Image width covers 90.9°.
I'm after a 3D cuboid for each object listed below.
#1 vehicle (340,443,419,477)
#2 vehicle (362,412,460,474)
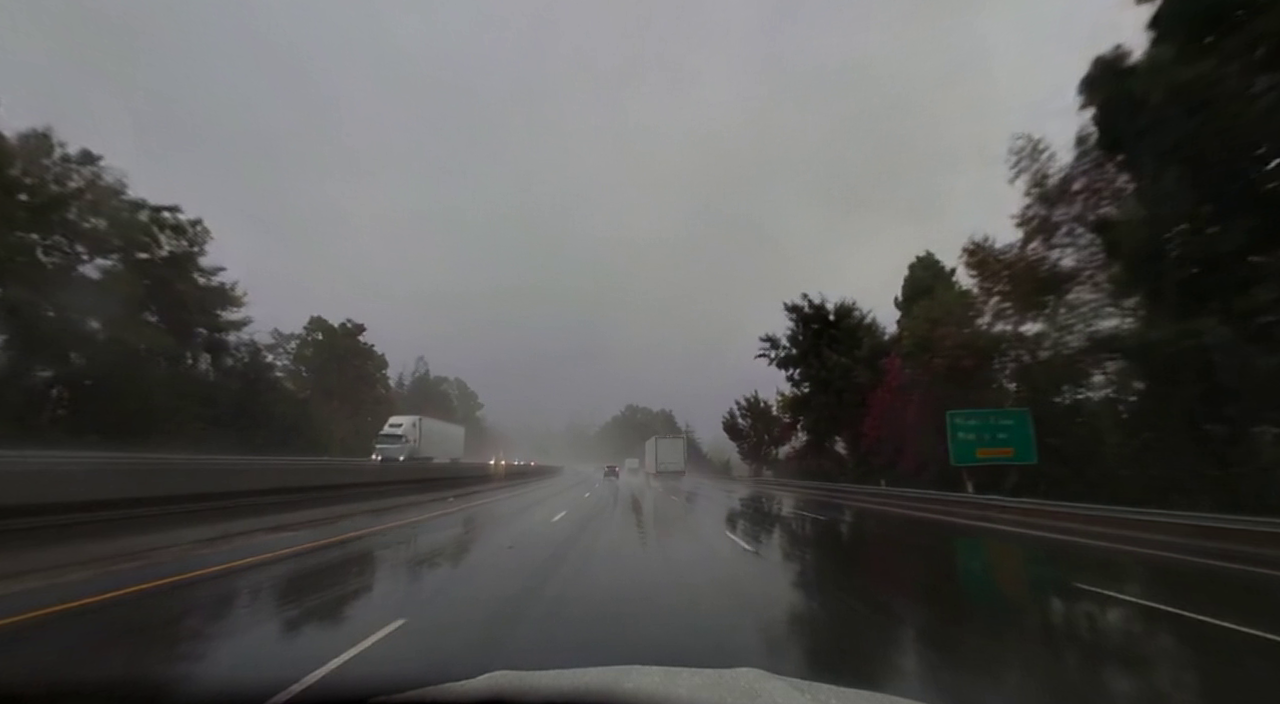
[{"bbox_3d":[-12.189,5.151,29.818,1.949,1.465,4.211,1,-10,-1],"label":"vehicle"},{"bbox_3d":[-17.069,7.253,48.535,2.843,4.003,14.134,1,-10,-2],"label":"vehicle"}]
